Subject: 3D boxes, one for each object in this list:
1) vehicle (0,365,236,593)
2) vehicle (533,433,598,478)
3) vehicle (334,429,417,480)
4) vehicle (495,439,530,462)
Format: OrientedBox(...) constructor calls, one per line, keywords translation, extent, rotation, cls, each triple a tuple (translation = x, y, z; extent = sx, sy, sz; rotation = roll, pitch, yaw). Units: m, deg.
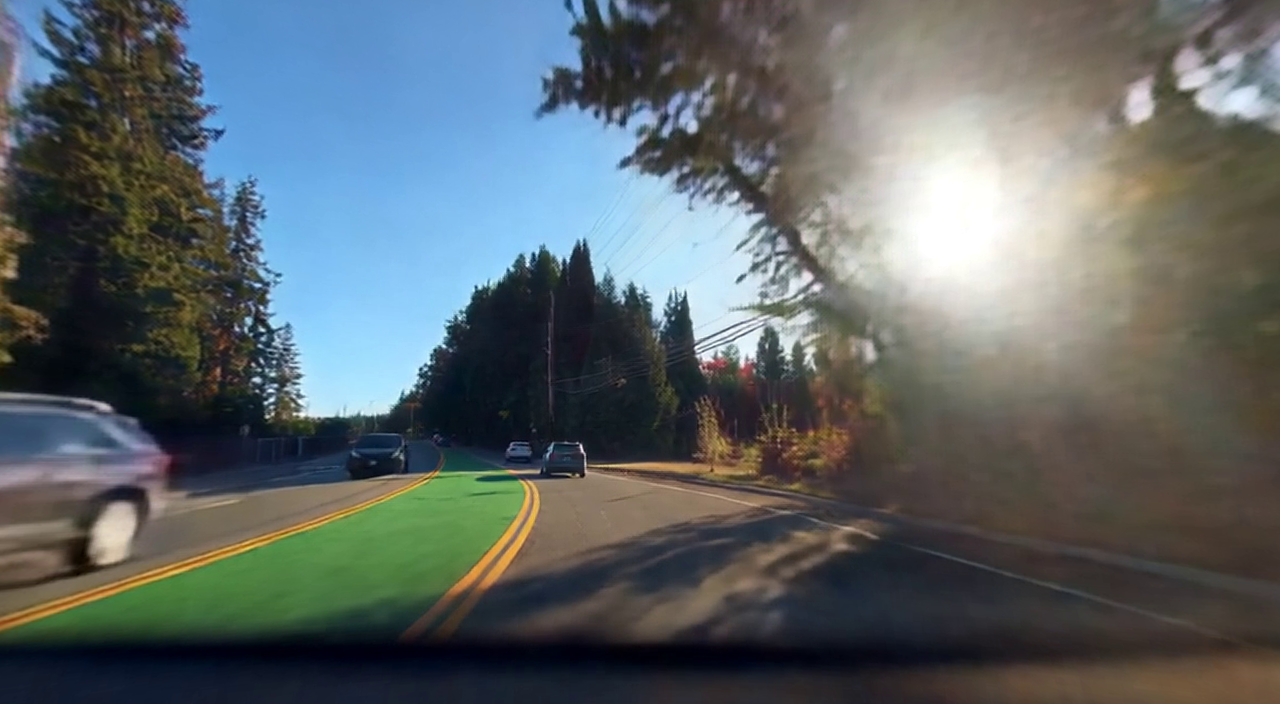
OrientedBox(translation=(-7.173, 1.278, 6.532), extent=(2.524, 2.051, 5.963), rotation=(1, -9, -6), cls="vehicle")
OrientedBox(translation=(-3.408, 4.572, 28.100), extent=(2.140, 1.767, 4.720), rotation=(2, -9, -16), cls="vehicle")
OrientedBox(translation=(-9.874, 3.798, 23.965), extent=(1.967, 1.688, 4.286), rotation=(0, -6, -10), cls="vehicle")
OrientedBox(translation=(-9.963, 7.628, 49.128), extent=(2.075, 1.699, 4.520), rotation=(3, -9, -18), cls="vehicle")
